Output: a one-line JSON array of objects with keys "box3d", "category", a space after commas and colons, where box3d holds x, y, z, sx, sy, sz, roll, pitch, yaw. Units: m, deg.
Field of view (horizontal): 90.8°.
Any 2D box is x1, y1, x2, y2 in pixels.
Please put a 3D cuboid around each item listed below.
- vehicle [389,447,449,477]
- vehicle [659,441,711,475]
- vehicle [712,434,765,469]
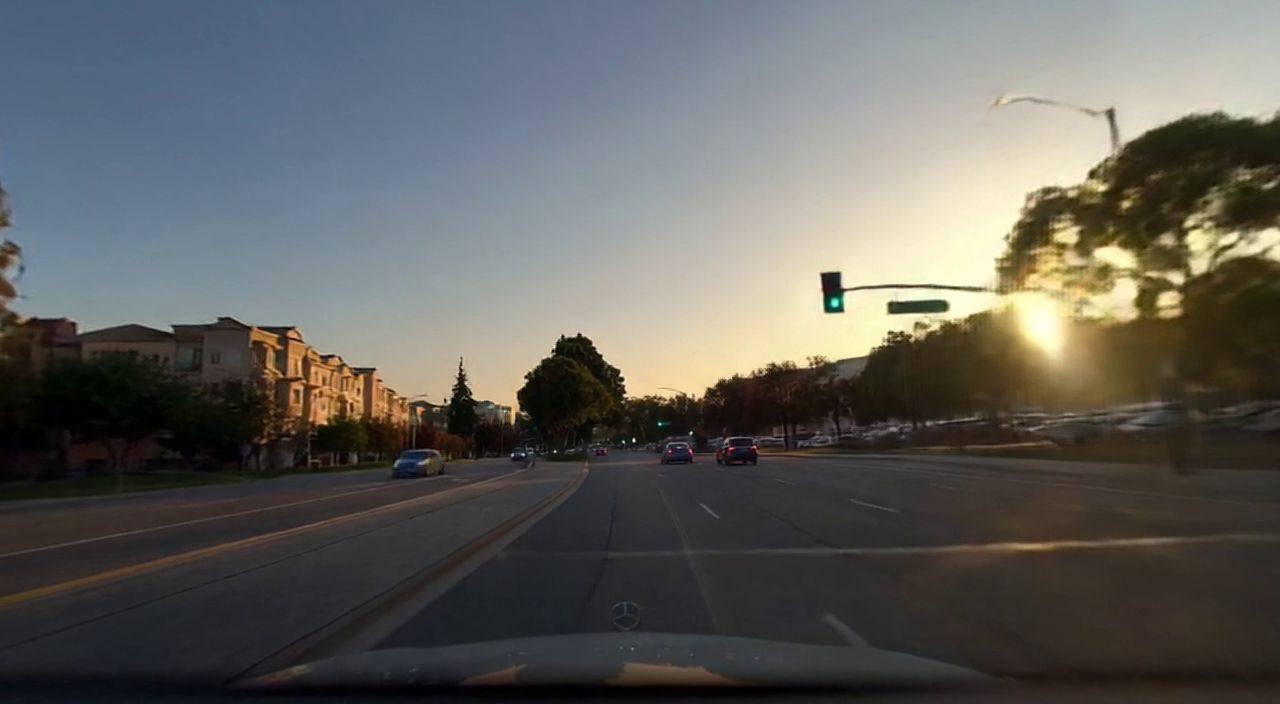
[{"box3d": [-13.132, 6.512, 37.780, 1.891, 1.633, 4.737, 0, -9, 0], "category": "vehicle"}, {"box3d": [2.128, 5.177, 31.015, 1.917, 1.538, 4.259, 0, -9, -4], "category": "vehicle"}, {"box3d": [5.357, 5.481, 34.917, 1.946, 1.773, 4.641, 0, -9, -3], "category": "vehicle"}]
